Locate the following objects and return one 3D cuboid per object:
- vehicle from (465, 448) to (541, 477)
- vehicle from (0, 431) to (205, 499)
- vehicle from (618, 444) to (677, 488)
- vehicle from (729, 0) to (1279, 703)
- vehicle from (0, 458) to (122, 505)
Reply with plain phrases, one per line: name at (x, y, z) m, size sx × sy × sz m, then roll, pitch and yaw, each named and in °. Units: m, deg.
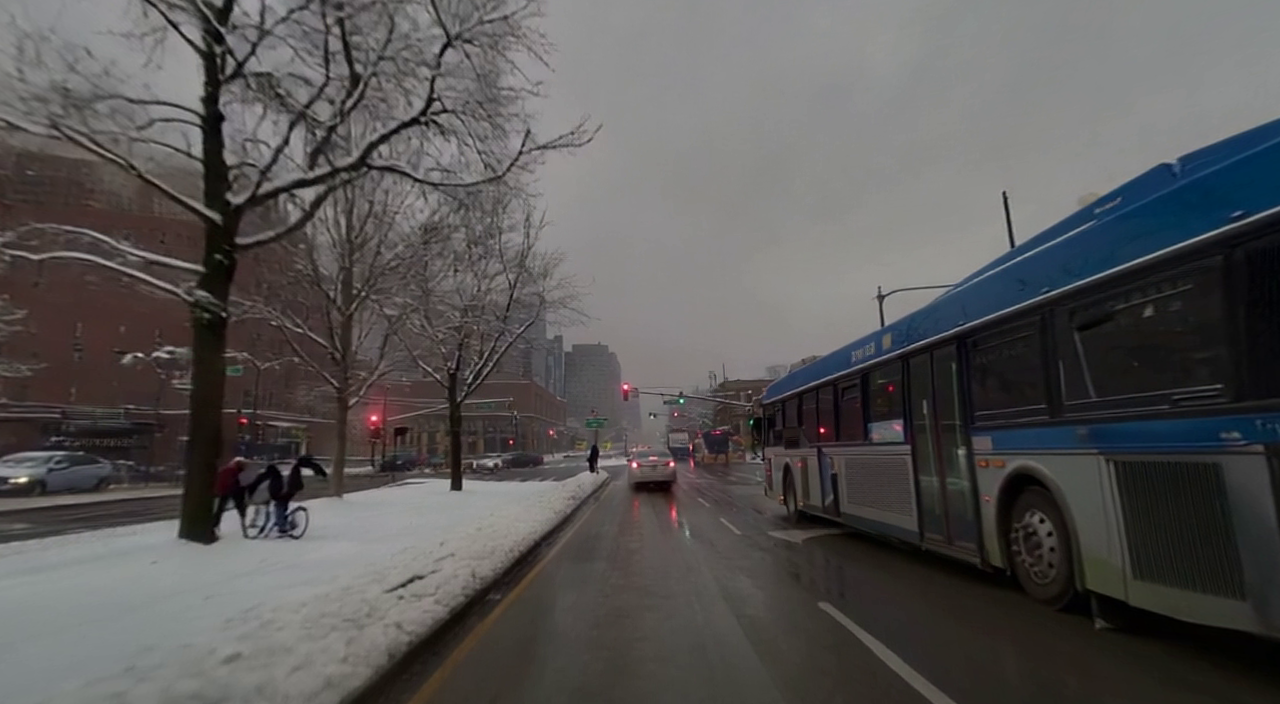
vehicle at (-8.376, 6.783, 38.936) m, size 4.417 × 1.490 × 1.816 m, roll -1°, pitch -8°, yaw -9°
vehicle at (-29.550, 6.095, 34.487) m, size 9.150 × 3.310 × 2.988 m, roll 6°, pitch -12°, yaw -37°
vehicle at (0.270, 4.363, 24.531) m, size 2.123 × 1.544 × 4.158 m, roll 0°, pitch -8°, yaw 0°
vehicle at (3.407, 0.266, 5.335) m, size 3.250 × 3.731 × 13.693 m, roll 0°, pitch -9°, yaw 0°
vehicle at (-26.366, 5.749, 28.387) m, size 4.570 × 1.858 × 1.942 m, roll 7°, pitch -11°, yaw -41°
